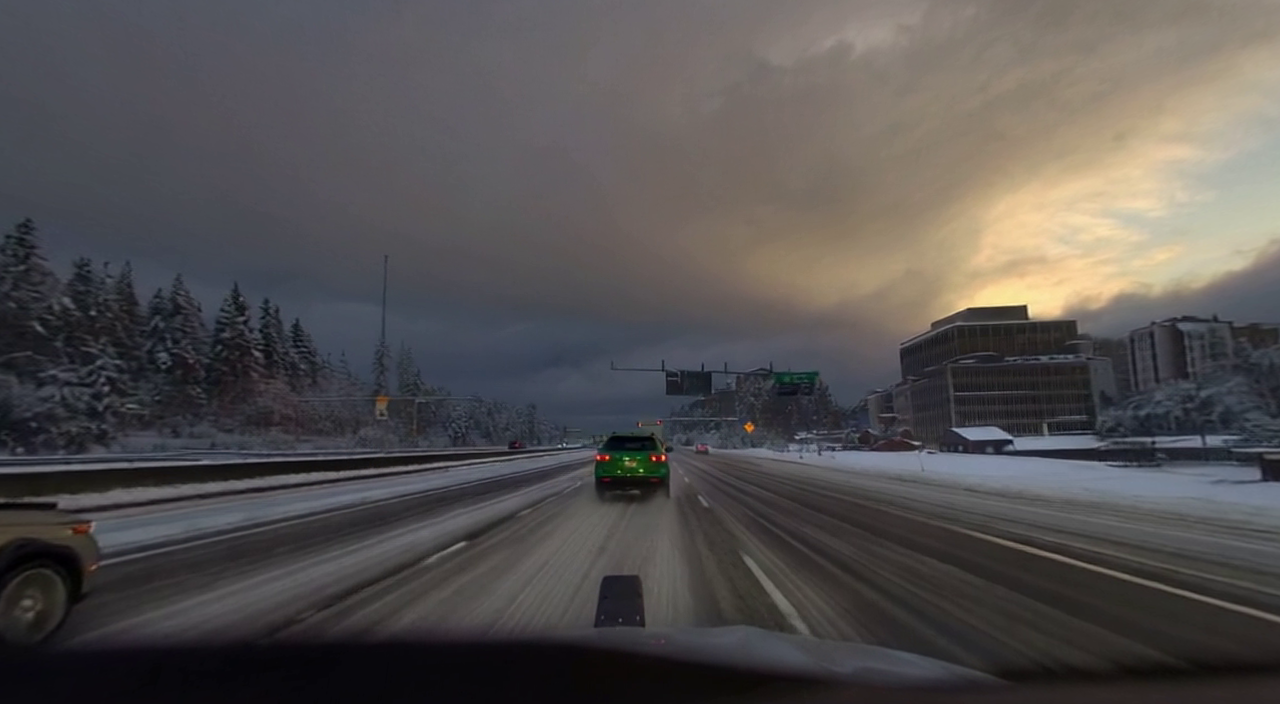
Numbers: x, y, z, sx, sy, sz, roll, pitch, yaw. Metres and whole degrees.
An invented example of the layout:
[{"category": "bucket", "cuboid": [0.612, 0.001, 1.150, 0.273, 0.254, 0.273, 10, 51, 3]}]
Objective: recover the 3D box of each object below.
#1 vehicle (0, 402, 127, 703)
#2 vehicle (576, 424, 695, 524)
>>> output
[{"category": "vehicle", "cuboid": [-4.258, 0.793, 1.759, 1.969, 1.520, 4.190, 0, -9, 2]}, {"category": "vehicle", "cuboid": [-0.002, 2.502, 13.458, 2.111, 1.742, 4.315, 0, -9, 2]}]
